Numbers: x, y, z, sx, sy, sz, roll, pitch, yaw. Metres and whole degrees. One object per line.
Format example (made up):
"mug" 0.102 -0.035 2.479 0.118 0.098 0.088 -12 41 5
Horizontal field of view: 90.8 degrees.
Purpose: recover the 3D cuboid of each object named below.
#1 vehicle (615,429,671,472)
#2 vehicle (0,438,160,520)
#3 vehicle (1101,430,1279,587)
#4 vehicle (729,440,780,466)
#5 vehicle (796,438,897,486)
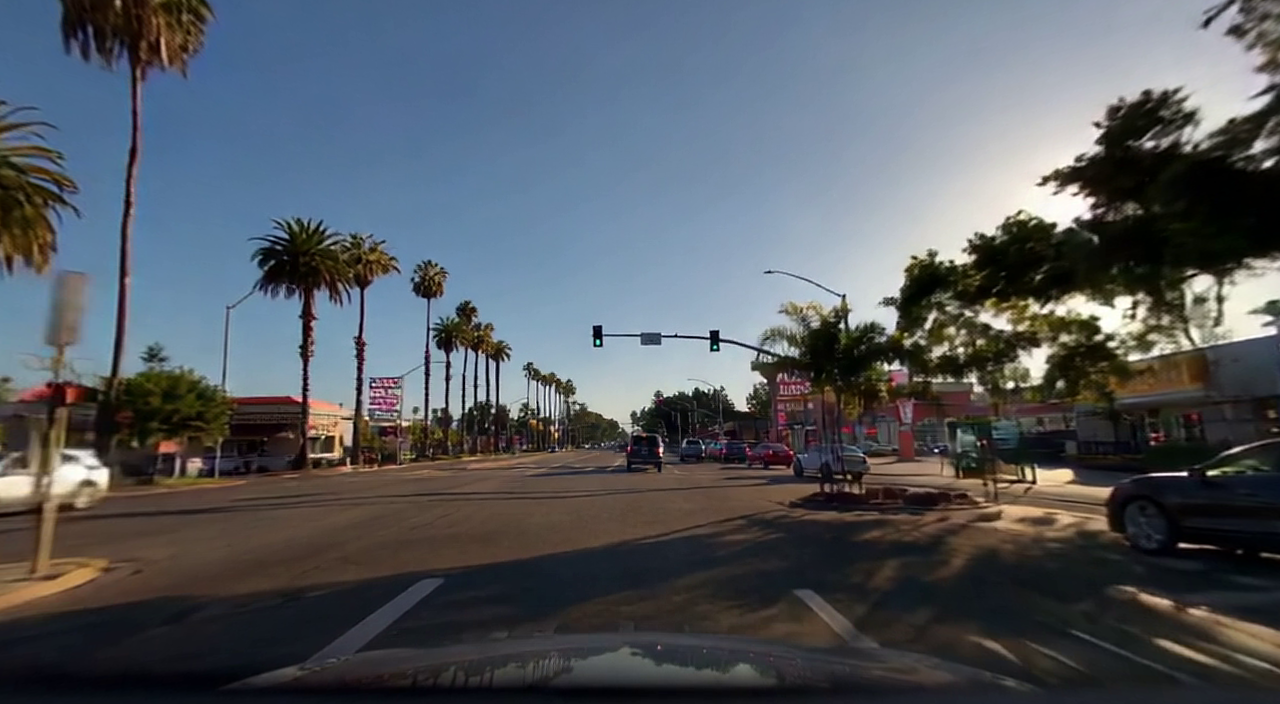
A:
"vehicle" 0.089 4.631 29.729 2.428 1.816 4.959 0 -9 -1
"vehicle" -15.450 3.094 15.713 2.575 1.780 5.899 0 -9 -2
"vehicle" 7.141 1.450 5.755 2.076 1.483 4.963 0 -9 -1
"vehicle" 6.797 6.063 38.078 2.038 1.476 5.032 0 -9 -1
"vehicle" 6.890 3.726 21.627 1.902 1.461 4.428 0 -9 -1
